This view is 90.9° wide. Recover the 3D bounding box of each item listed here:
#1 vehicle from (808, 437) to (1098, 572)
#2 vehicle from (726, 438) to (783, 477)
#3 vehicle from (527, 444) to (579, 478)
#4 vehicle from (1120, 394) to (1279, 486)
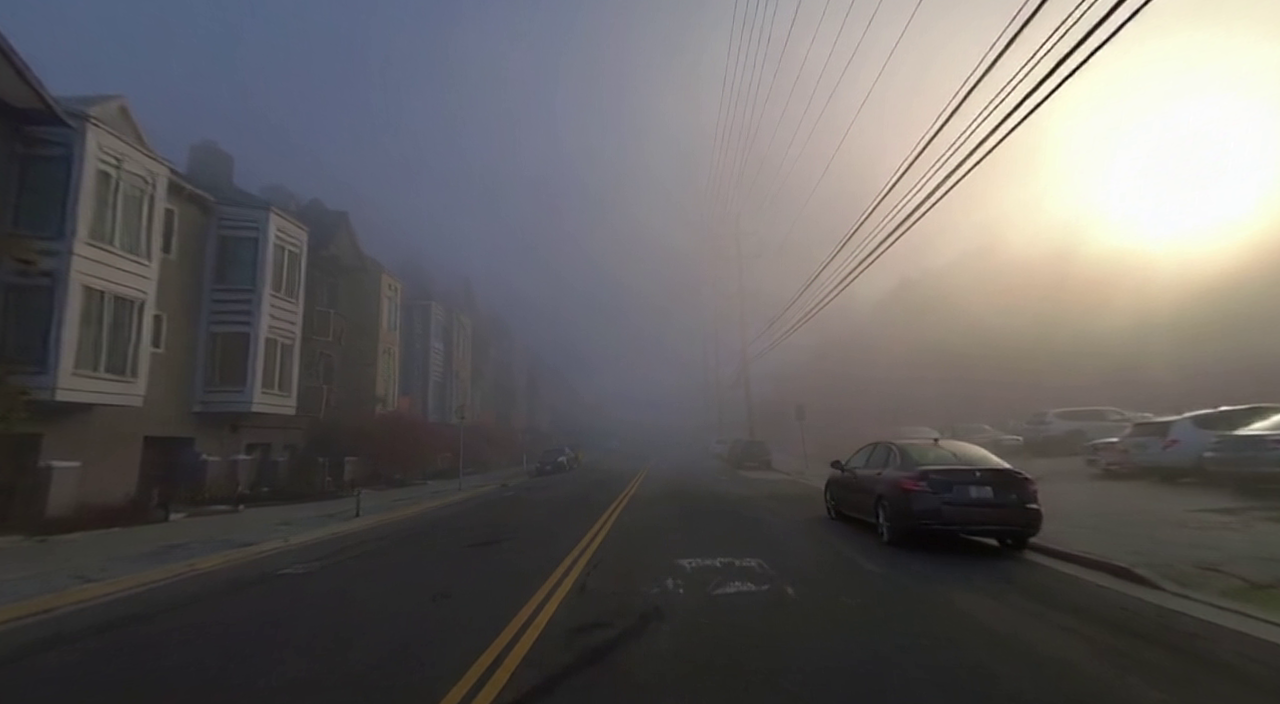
[{"bbox_3d":[4.026,1.999,9.247,1.928,1.440,4.738,0,-8,2],"label":"vehicle"},{"bbox_3d":[5.018,4.689,28.198,1.914,1.591,3.892,0,-8,1],"label":"vehicle"},{"bbox_3d":[-4.444,5.638,32.928,1.913,1.672,4.267,-1,-8,3],"label":"vehicle"},{"bbox_3d":[11.241,1.663,11.895,1.801,1.491,3.488,-1,-8,6],"label":"vehicle"}]
